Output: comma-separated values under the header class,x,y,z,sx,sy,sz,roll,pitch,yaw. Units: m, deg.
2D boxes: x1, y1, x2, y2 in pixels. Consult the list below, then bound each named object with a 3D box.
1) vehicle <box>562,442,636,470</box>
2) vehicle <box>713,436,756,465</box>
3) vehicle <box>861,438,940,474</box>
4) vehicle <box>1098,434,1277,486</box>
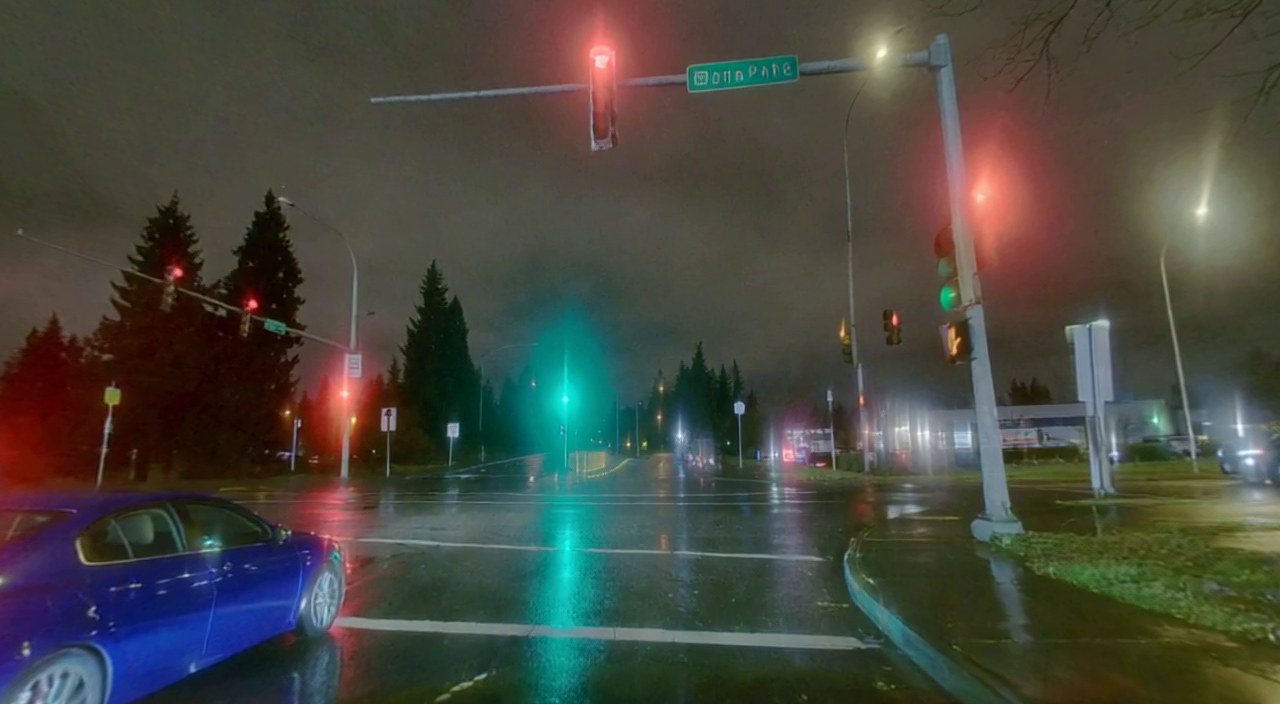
class,x,y,z,sx,sy,sz,roll,pitch,yaw
vehicle,-2.440,6.152,37.555,3.991,1.526,1.868,-4,-9,30
vehicle,6.901,7.185,46.179,1.491,2.041,2.964,6,-9,-33
vehicle,12.399,5.041,30.273,1.922,1.529,3.964,1,-11,-2
vehicle,16.804,3.317,19.502,3.876,1.512,1.784,0,-8,-2
